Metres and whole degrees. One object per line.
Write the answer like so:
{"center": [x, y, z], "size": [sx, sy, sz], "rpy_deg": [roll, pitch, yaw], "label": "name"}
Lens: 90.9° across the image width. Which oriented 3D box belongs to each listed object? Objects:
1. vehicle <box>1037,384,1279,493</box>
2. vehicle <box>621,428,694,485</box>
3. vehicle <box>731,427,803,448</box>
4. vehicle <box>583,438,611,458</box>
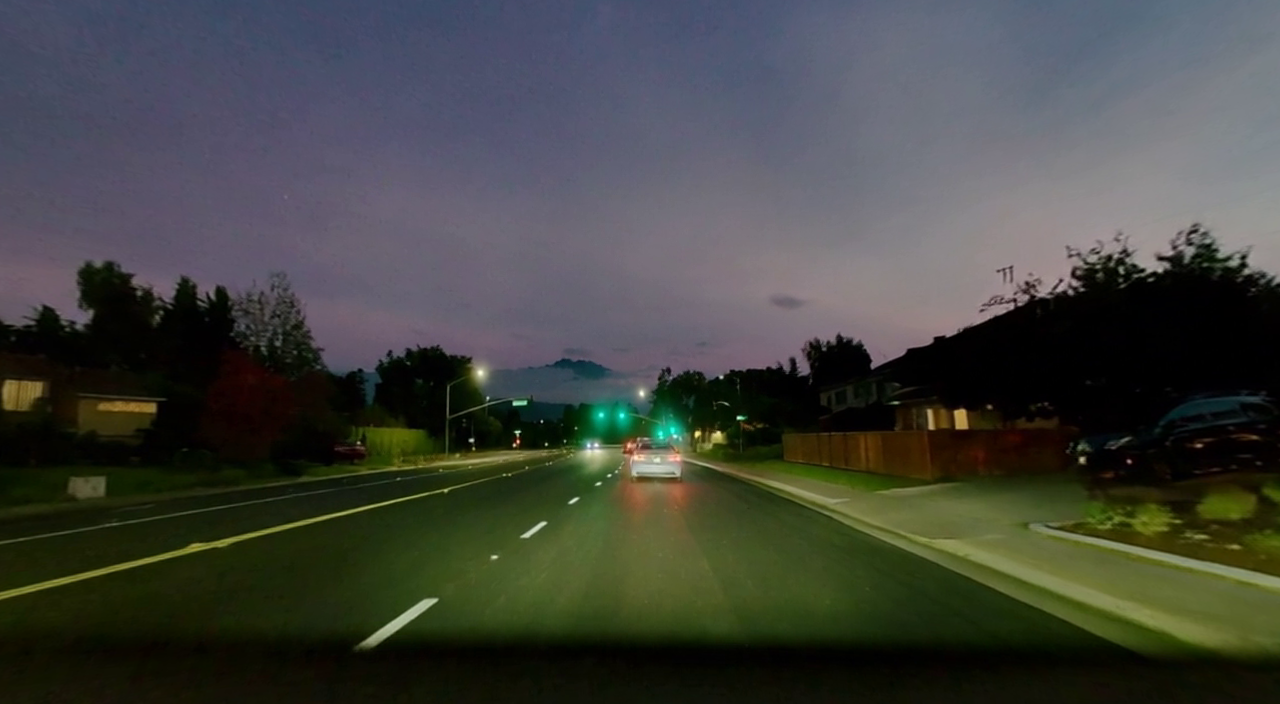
{"center": [10.159, 1.451, 11.244], "size": [4.746, 1.485, 1.916], "rpy_deg": [-5, -8, 0], "label": "vehicle"}
{"center": [0.527, 3.314, 20.230], "size": [2.088, 1.607, 3.903], "rpy_deg": [0, -8, 1], "label": "vehicle"}
{"center": [9.272, 6.271, 46.139], "size": [4.783, 1.514, 1.895], "rpy_deg": [2, -9, -14], "label": "vehicle"}
{"center": [-3.305, 7.446, 48.819], "size": [2.040, 1.477, 4.199], "rpy_deg": [0, -8, -2], "label": "vehicle"}
